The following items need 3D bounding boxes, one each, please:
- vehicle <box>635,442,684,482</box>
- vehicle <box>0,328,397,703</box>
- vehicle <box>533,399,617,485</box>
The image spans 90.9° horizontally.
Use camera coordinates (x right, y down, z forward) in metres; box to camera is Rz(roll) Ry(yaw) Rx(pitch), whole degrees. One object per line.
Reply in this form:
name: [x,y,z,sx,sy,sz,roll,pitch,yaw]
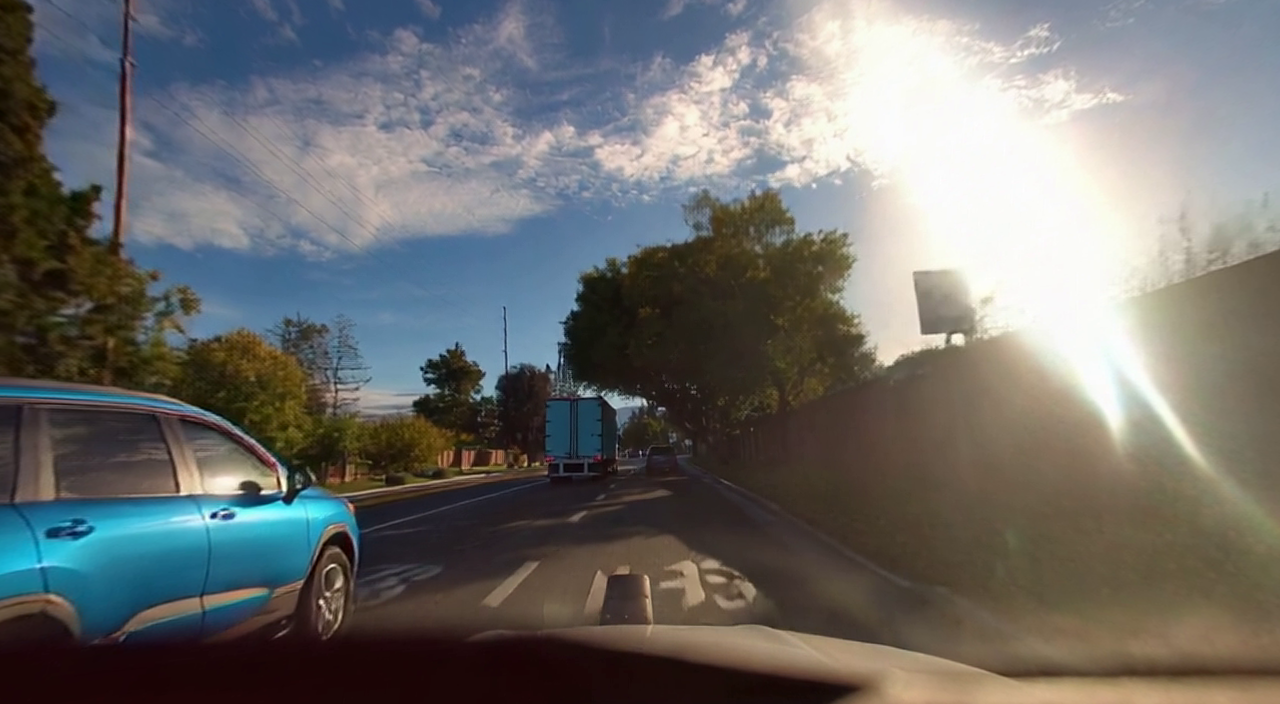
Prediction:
vehicle: [0.887,5.196,29.928,2.174,1.749,4.113,0,-9,1]
vehicle: [-3.243,1.006,3.225,2.093,1.832,4.508,0,-9,1]
vehicle: [-2.957,4.566,31.633,2.928,3.658,8.980,0,-9,2]
